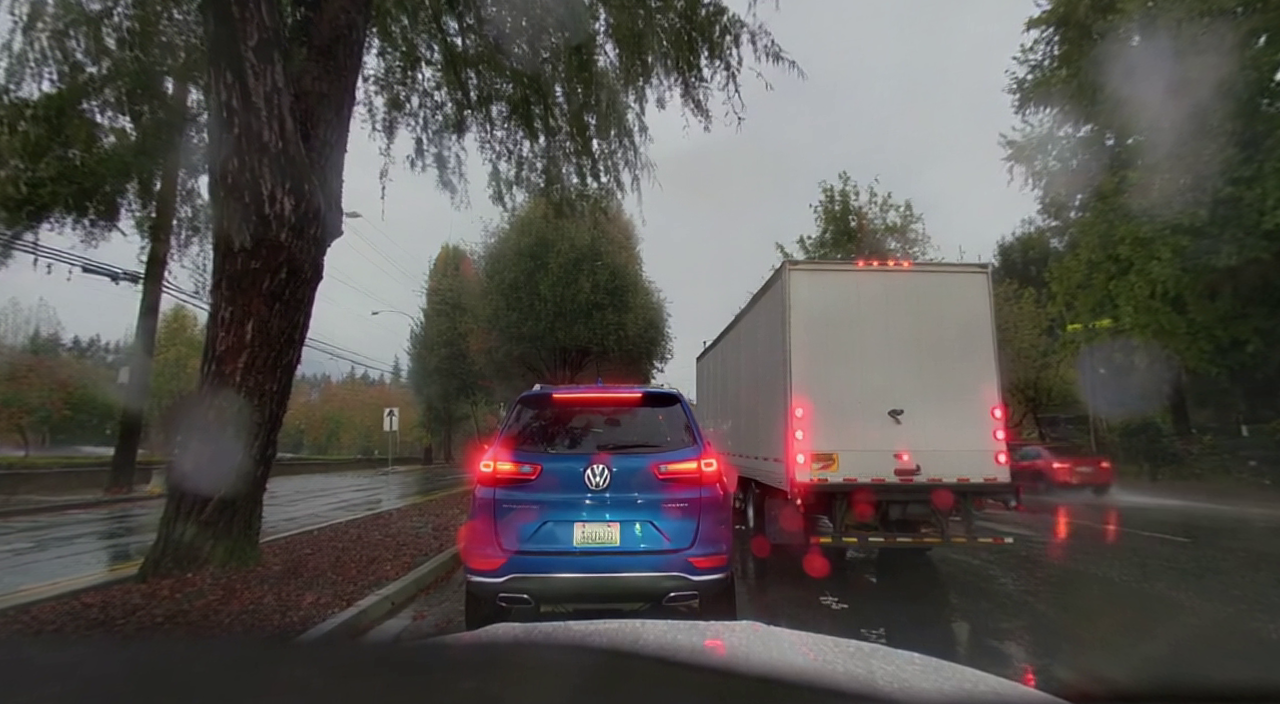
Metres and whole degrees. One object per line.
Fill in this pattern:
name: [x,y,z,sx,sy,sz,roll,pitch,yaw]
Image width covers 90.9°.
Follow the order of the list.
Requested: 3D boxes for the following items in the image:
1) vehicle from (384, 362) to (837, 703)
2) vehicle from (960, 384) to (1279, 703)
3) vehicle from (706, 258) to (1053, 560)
vehicle: [-0.132,1.223,5.133,2.114,1.732,4.230,0,-8,0]
vehicle: [2.833,0.747,1.193,1.971,1.484,4.728,0,-8,0]
vehicle: [3.224,1.255,11.834,2.915,3.559,8.848,0,-8,-1]
